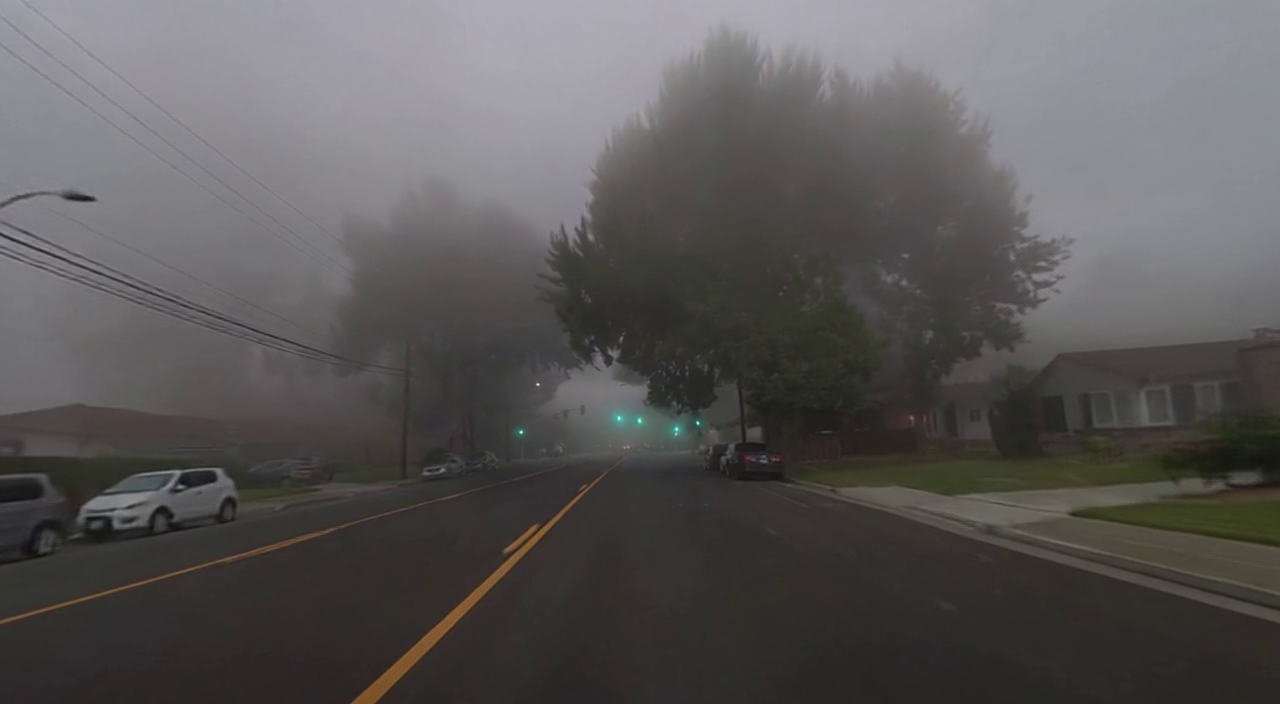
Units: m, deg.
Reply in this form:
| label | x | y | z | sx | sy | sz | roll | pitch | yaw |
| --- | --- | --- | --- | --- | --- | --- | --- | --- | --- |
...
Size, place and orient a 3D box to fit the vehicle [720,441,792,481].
| label | x | y | z | sx | sy | sz | roll | pitch | yaw |
| --- | --- | --- | --- | --- | --- | --- | --- | --- | --- |
| vehicle | 4.566 | 4.344 | 25.495 | 2.010 | 1.461 | 4.247 | 0 | -9 | -2 |

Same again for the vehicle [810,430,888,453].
| label | x | y | z | sx | sy | sz | roll | pitch | yaw |
| --- | --- | --- | --- | --- | --- | --- | --- | --- | --- |
| vehicle | 14.255 | 6.143 | 43.296 | 4.660 | 1.546 | 1.916 | 0 | -8 | 0 |

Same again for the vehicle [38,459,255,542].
| label | x | y | z | sx | sy | sz | roll | pitch | yaw |
| --- | --- | --- | --- | --- | --- | --- | --- | --- | --- |
| vehicle | -11.638 | 3.468 | 15.377 | 2.008 | 1.643 | 4.130 | 0 | -8 | -2 |

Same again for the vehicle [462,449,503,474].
| label | x | y | z | sx | sy | sz | roll | pitch | yaw |
| --- | --- | --- | --- | --- | --- | --- | --- | --- | --- |
| vehicle | -11.688 | 8.097 | 47.115 | 1.977 | 1.753 | 4.278 | 0 | -9 | 0 |

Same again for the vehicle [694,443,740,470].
| label | x | y | z | sx | sy | sz | roll | pitch | yaw |
| --- | --- | --- | --- | --- | --- | --- | --- | --- | --- |
| vehicle | 4.300 | 5.919 | 35.910 | 2.063 | 1.444 | 4.217 | 0 | -9 | -1 |

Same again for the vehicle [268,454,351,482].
| label | x | y | z | sx | sy | sz | roll | pitch | yaw |
| --- | --- | --- | --- | --- | --- | --- | --- | --- | --- |
| vehicle | -20.025 | 7.024 | 38.387 | 3.932 | 1.641 | 1.819 | 0 | -8 | -1 |

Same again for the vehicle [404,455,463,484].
| label | x | y | z | sx | sy | sz | roll | pitch | yaw |
| --- | --- | --- | --- | --- | --- | --- | --- | --- | --- |
| vehicle | -11.608 | 6.586 | 35.782 | 1.867 | 1.471 | 4.139 | 0 | -9 | 1 |
